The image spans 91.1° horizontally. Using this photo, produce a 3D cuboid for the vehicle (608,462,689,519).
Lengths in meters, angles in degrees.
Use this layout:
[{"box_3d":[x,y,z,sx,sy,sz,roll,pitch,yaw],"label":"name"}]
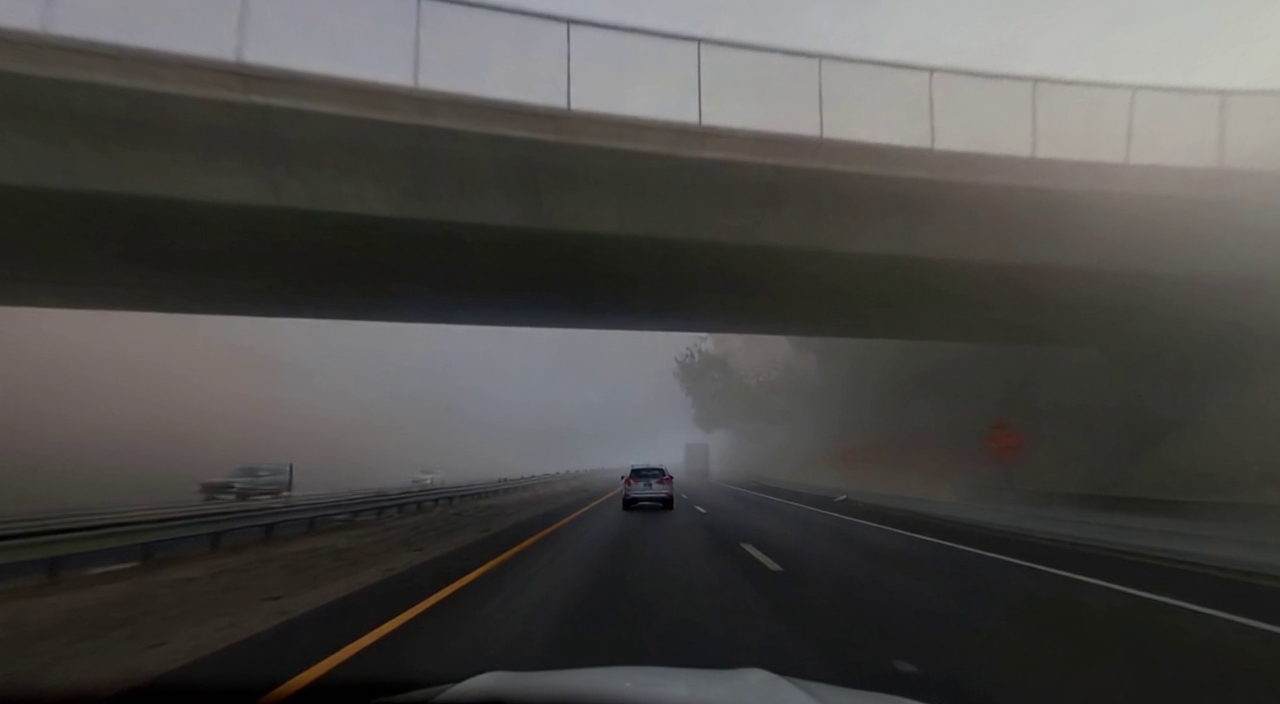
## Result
[{"box_3d":[0.237,4.049,18.673,2.156,1.444,3.762,1,-11,0],"label":"vehicle"}]
